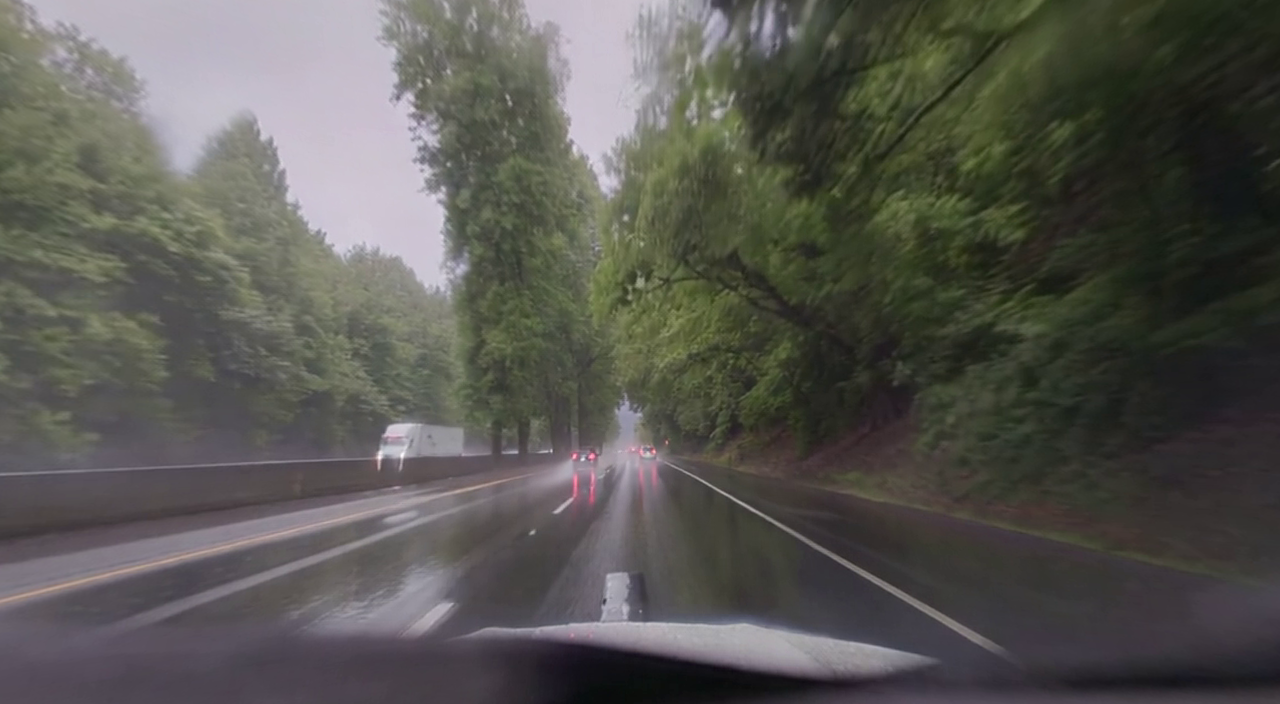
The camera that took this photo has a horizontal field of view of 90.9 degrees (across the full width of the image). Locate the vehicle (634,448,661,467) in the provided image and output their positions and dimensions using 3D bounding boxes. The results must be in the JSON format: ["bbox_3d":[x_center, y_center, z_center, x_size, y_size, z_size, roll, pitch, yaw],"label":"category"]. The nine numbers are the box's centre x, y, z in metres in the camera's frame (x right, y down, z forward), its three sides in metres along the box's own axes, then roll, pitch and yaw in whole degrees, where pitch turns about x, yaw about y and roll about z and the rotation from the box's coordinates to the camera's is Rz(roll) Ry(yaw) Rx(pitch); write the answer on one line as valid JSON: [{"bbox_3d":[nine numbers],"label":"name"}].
[{"bbox_3d":[0.524,8.221,49.017,1.989,1.402,3.831,0,-9,-1],"label":"vehicle"}]

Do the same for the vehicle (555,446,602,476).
[{"bbox_3d":[-3.178,5.780,33.606,2.112,1.498,4.117,0,-9,0],"label":"vehicle"}]

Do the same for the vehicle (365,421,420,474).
[{"bbox_3d":[-19.023,7.350,48.591,2.908,3.879,2.998,0,-9,0],"label":"vehicle"}]
